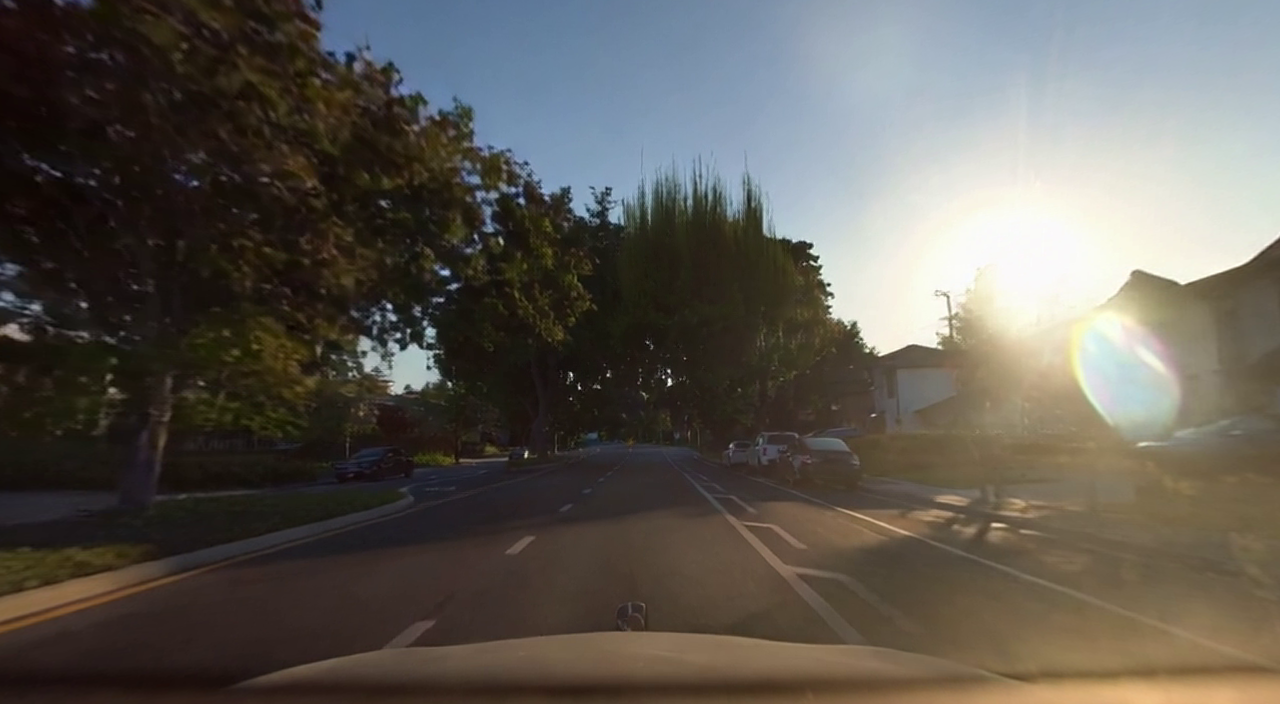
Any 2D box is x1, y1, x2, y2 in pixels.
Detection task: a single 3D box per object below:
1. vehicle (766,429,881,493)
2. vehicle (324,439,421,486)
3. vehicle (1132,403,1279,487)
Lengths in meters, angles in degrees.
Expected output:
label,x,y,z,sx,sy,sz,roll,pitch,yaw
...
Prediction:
label,x,y,z,sx,sy,sz,roll,pitch,yaw
vehicle,5.161,3.129,18.576,1.885,1.603,5.235,0,-8,1
vehicle,-11.529,4.762,27.603,2.054,1.704,4.710,-3,-7,3
vehicle,14.118,2.007,13.757,4.902,1.667,2.162,0,-8,0
